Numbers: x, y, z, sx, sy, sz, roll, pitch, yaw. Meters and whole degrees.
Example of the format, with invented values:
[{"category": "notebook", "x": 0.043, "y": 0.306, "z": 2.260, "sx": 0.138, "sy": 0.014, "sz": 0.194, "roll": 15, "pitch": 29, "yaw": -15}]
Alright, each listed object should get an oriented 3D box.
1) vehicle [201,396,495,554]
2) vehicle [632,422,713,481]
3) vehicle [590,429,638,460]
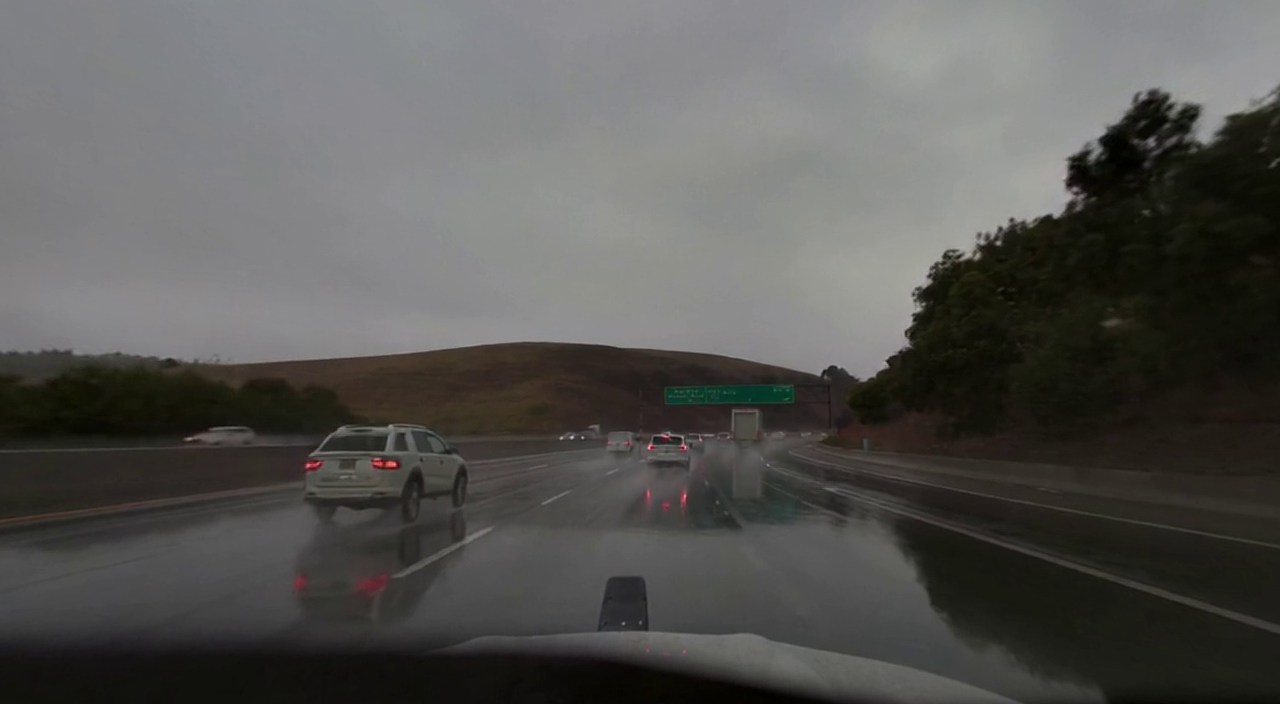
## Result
[{"category": "vehicle", "x": -3.714, "y": 1.667, "z": 9.165, "sx": 2.077, "sy": 1.712, "sz": 4.406, "roll": 0, "pitch": -8, "yaw": 1}, {"category": "vehicle", "x": 1.144, "y": 3.412, "z": 21.771, "sx": 2.484, "sy": 1.820, "sz": 4.497, "roll": -1, "pitch": -8, "yaw": 4}, {"category": "vehicle", "x": -1.458, "y": 5.532, "z": 37.619, "sx": 2.194, "sy": 1.702, "sz": 4.305, "roll": -1, "pitch": -8, "yaw": 7}]
